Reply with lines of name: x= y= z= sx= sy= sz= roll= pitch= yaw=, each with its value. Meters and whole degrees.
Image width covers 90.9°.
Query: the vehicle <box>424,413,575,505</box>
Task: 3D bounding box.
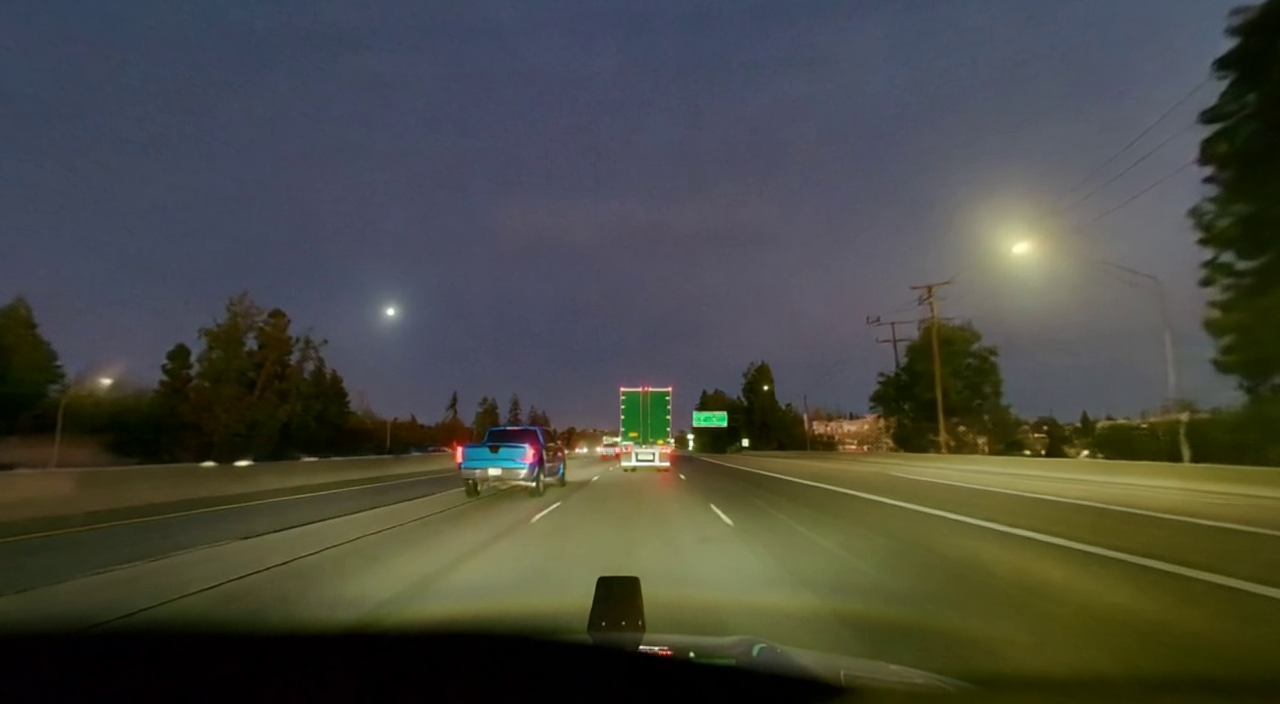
vehicle: x=-3.673 y=3.008 z=18.235 sx=2.749 sy=2.141 sz=6.515 roll=0 pitch=-8 yaw=1

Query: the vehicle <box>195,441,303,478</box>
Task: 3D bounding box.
vehicle: x=-18.074 y=4.956 z=29.480 sx=1.957 sy=1.561 sz=4.797 roll=0 pitch=-8 yaw=1

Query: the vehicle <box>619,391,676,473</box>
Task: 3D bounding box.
vehicle: x=0.473 y=4.961 z=38.320 sx=2.879 sy=4.085 sz=13.125 roll=0 pitch=-8 yaw=1
